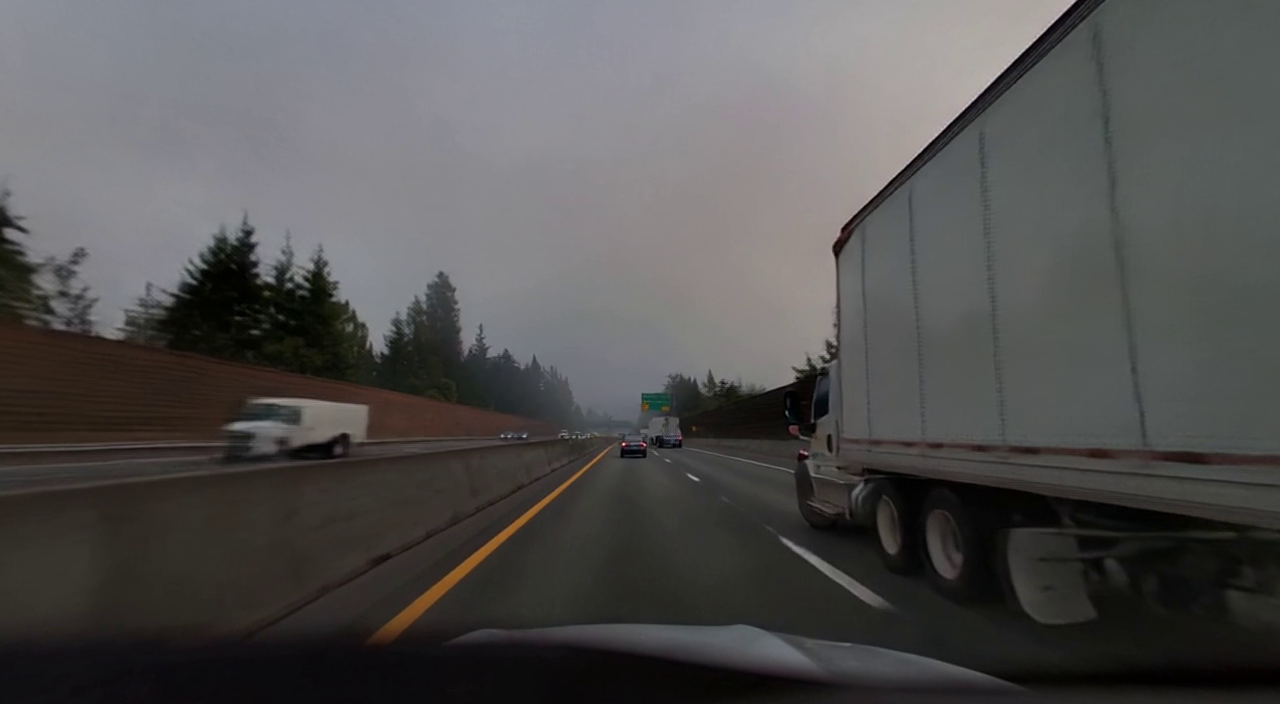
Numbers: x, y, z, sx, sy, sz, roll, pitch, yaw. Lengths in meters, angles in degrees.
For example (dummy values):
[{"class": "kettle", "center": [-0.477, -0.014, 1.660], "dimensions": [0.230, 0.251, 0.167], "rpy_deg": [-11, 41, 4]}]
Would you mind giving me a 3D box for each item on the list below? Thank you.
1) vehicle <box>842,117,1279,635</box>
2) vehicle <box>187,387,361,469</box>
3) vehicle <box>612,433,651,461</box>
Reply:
[{"class": "vehicle", "center": [4.222, 0.289, 6.575], "dimensions": [3.009, 4.109, 3.167], "rpy_deg": [0, -8, 0]}, {"class": "vehicle", "center": [-12.776, 2.797, 22.793], "dimensions": [2.332, 2.493, 6.723], "rpy_deg": [0, -8, -1]}, {"class": "vehicle", "center": [-0.480, 5.362, 35.782], "dimensions": [2.119, 1.480, 4.000], "rpy_deg": [0, -8, -1]}]
